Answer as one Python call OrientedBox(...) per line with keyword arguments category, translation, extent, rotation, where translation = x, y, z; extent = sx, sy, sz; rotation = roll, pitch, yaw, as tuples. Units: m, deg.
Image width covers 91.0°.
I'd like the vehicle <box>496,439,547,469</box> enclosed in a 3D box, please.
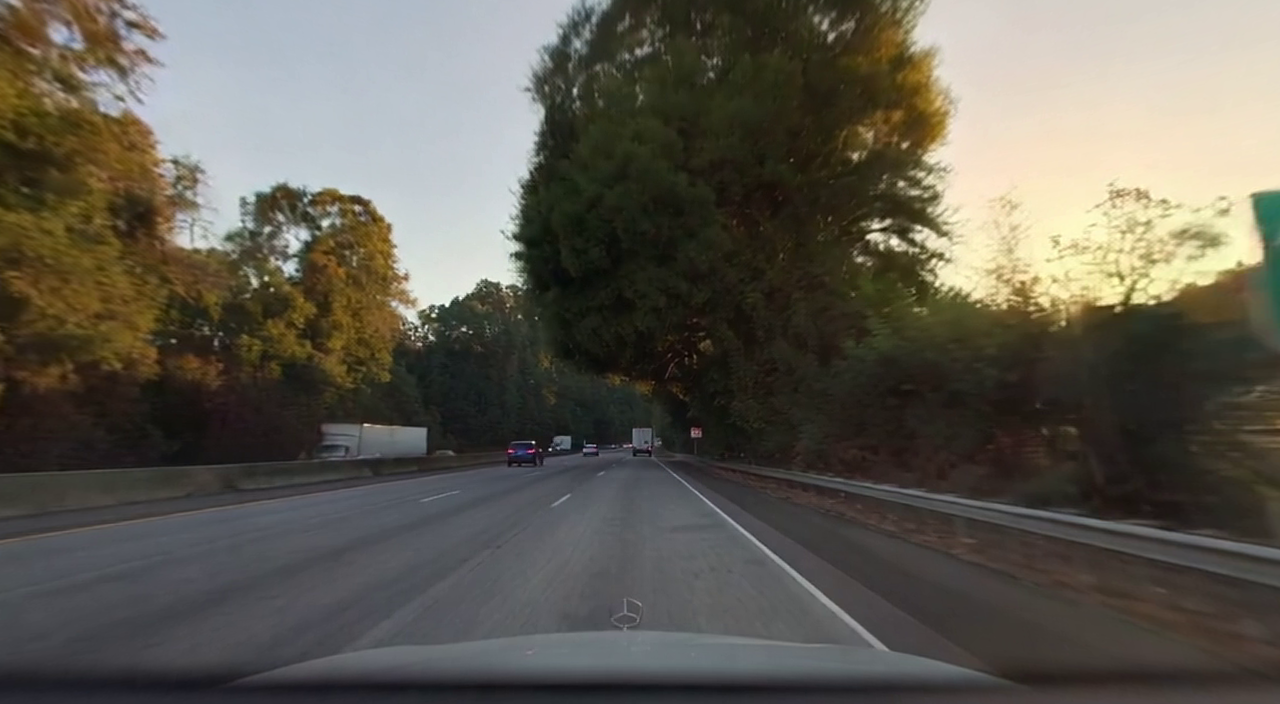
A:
OrientedBox(category="vehicle", translation=(-7.408, 6.437, 39.863), extent=(2.253, 1.815, 4.618), rotation=(0, -9, 1))
